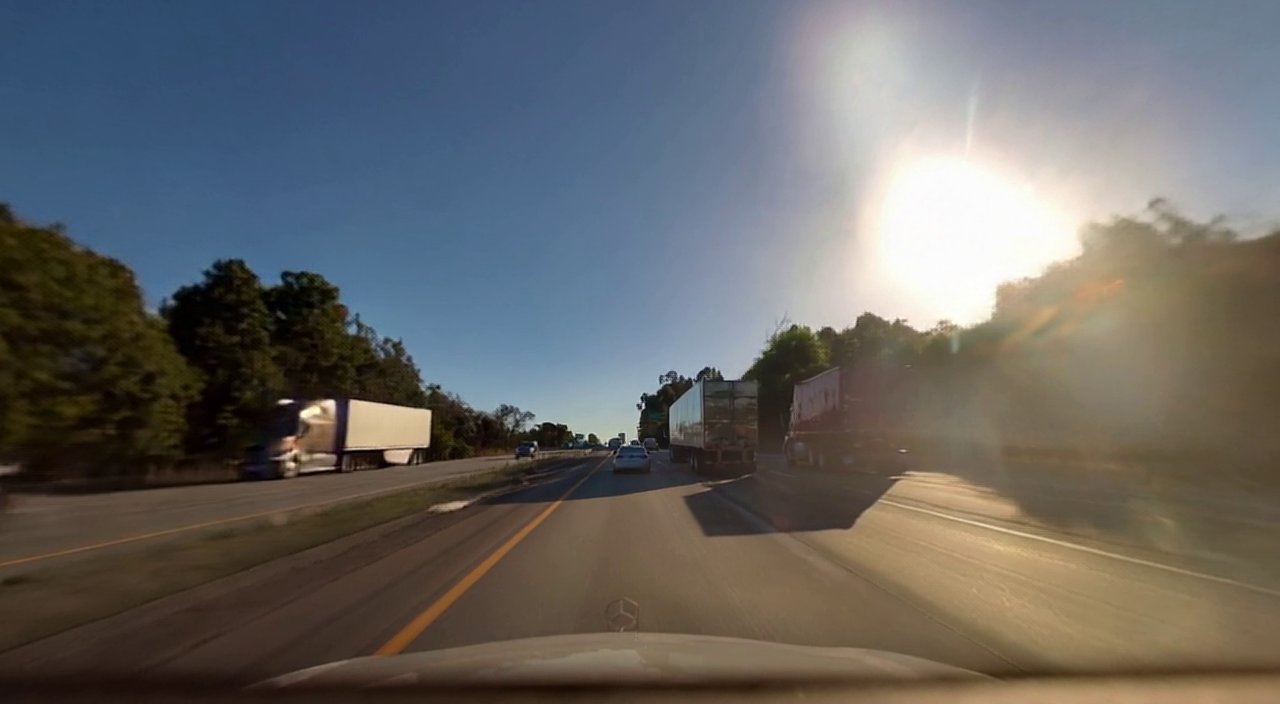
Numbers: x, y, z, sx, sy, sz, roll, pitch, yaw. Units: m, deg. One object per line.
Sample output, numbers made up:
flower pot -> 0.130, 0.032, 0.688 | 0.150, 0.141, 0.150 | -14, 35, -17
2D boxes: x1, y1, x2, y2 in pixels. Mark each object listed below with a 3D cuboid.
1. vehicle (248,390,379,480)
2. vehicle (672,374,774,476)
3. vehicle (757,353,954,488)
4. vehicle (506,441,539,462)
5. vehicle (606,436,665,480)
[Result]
vehicle -> -16.917, 4.439, 33.387 | 3.135, 4.207, 7.042 | 0, -8, -1
vehicle -> 3.712, 3.872, 32.530 | 2.888, 4.099, 14.183 | 0, -8, -2
vehicle -> 7.869, 2.987, 26.285 | 2.876, 4.111, 14.145 | 0, -8, -1
vehicle -> -8.985, 7.559, 48.257 | 1.841, 1.488, 3.664 | 0, -8, -1
vehicle -> -0.201, 3.894, 23.544 | 2.038, 1.477, 3.773 | 0, -8, -1
